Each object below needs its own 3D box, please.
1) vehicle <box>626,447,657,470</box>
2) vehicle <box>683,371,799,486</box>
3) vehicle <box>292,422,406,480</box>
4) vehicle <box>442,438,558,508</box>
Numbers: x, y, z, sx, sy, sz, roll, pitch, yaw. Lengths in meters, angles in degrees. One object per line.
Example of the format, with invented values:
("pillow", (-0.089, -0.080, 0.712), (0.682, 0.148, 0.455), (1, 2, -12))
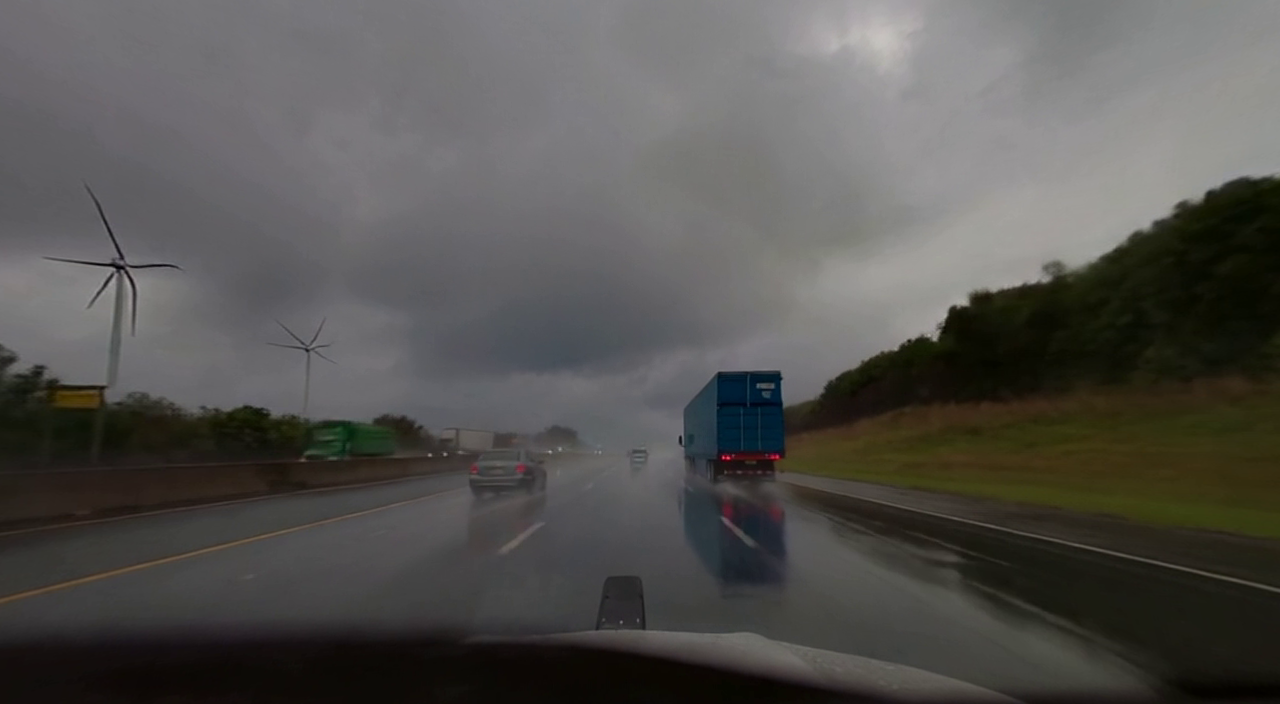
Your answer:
("vehicle", (0.064, 7.040, 41.819), (1.931, 1.453, 3.695), (0, -9, -1))
("vehicle", (3.984, 3.708, 28.946), (2.947, 3.989, 13.568), (0, -9, -1))
("vehicle", (-19.000, 6.625, 42.155), (2.949, 3.398, 9.439), (0, -9, 1))
("vehicle", (-3.364, 2.993, 15.991), (1.952, 1.521, 4.095), (0, -9, 1))
